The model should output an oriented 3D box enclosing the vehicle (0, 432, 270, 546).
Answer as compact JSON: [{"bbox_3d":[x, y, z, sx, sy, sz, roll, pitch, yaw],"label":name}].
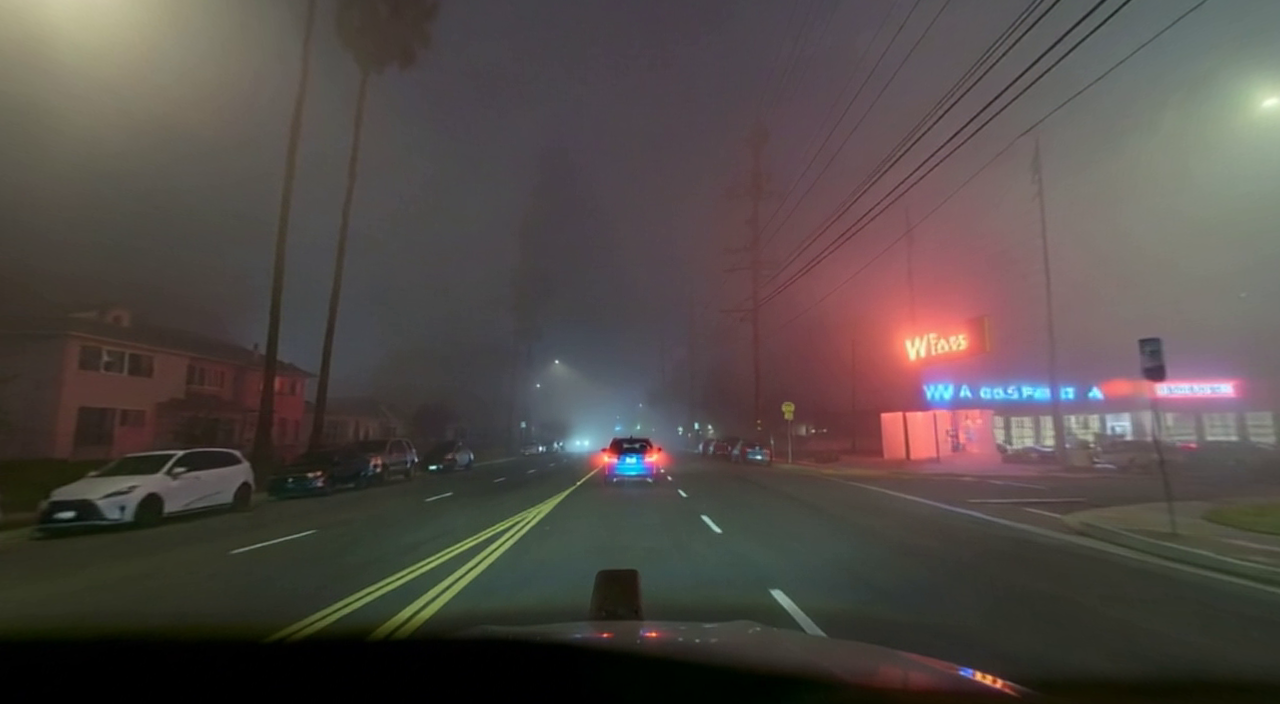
[{"bbox_3d":[-10.156,2.635,13.095,1.992,1.744,4.896,-1,-6,-1],"label":"vehicle"}]

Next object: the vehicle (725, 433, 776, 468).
[{"bbox_3d":[6.064,5.449,34.929,2.005,1.775,4.324,0,-9,0],"label":"vehicle"}]

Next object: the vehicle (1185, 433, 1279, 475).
[{"bbox_3d":[27.422,4.482,27.830,4.708,1.742,2.025,0,-9,0],"label":"vehicle"}]

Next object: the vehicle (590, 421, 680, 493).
[{"bbox_3d":[-0.188,3.013,18.347,2.264,1.798,4.563,0,-9,-2],"label":"vehicle"}]

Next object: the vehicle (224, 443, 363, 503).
[{"bbox_3d":[-10.066,3.516,18.710,1.812,1.578,4.037,0,-9,0],"label":"vehicle"}]

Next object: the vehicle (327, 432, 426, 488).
[{"bbox_3d":[-10.016,4.128,24.324,1.958,1.937,4.114,0,-9,1],"label":"vehicle"}]

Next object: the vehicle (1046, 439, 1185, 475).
[{"bbox_3d":[20.779,4.590,27.630,4.488,1.470,1.994,0,-9,-2],"label":"vehicle"}]
